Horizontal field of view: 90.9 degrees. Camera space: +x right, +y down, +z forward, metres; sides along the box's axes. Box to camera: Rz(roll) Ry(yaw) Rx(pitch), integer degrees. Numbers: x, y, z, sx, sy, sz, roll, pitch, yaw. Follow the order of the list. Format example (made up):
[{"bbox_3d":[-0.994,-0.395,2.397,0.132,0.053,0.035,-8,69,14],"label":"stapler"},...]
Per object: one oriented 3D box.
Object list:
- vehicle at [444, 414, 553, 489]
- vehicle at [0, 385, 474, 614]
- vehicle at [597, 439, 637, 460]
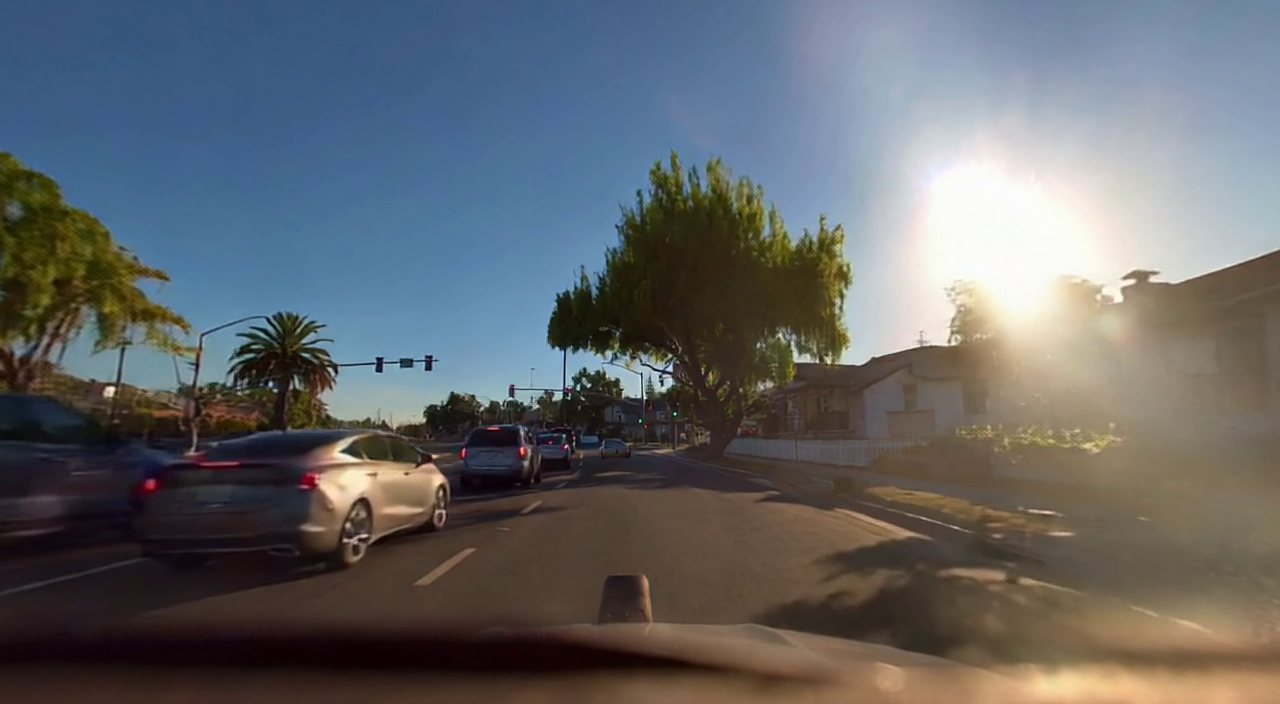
[{"bbox_3d":[-3.971,2.901,18.687,2.144,1.877,4.899,-1,-8,-1],"label":"vehicle"},{"bbox_3d":[-3.601,1.380,6.868,2.181,1.636,4.504,-1,-8,2],"label":"vehicle"},{"bbox_3d":[-1.475,5.945,38.569,2.131,1.222,3.868,0,-8,-7],"label":"vehicle"}]
